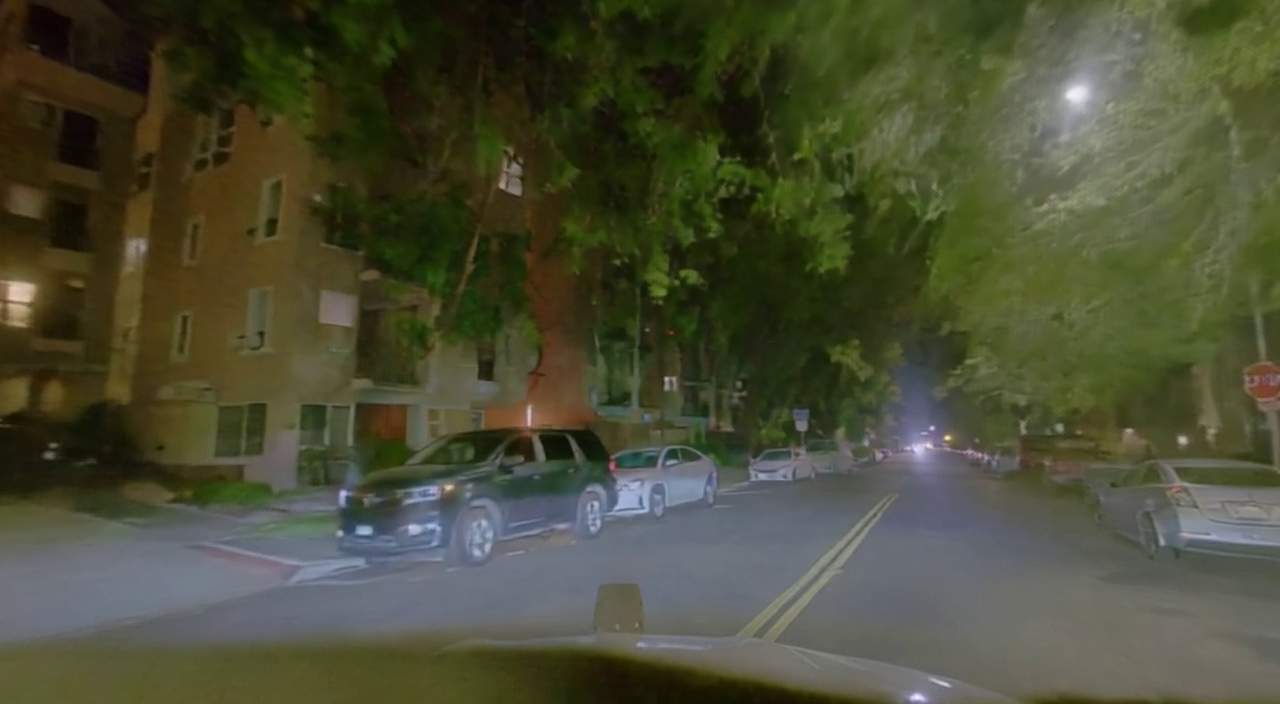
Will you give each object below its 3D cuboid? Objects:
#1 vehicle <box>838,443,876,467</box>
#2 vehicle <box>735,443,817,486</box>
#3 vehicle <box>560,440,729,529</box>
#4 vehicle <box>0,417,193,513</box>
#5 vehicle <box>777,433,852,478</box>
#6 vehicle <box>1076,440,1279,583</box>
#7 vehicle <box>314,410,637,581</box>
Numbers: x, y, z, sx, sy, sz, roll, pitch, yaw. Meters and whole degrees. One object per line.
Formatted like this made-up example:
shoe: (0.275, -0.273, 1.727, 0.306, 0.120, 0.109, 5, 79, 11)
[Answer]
vehicle: (14.591, 6.847, 42.328, 1.939, 1.513, 4.401, -3, -9, 24)
vehicle: (5.260, 4.208, 23.994, 1.921, 1.463, 4.313, -4, -9, 28)
vehicle: (0.322, 2.660, 13.514, 1.902, 1.478, 4.696, -4, -8, 23)
vehicle: (-10.556, 1.889, 10.781, 1.812, 1.458, 4.714, -1, -9, 12)
vehicle: (8.295, 4.794, 29.609, 2.229, 1.869, 5.791, -5, -9, 26)
vehicle: (7.613, 1.936, 8.475, 2.084, 1.441, 4.402, -3, -9, 24)
vehicle: (-1.896, 1.841, 9.039, 1.946, 1.744, 4.584, -4, -9, 24)
